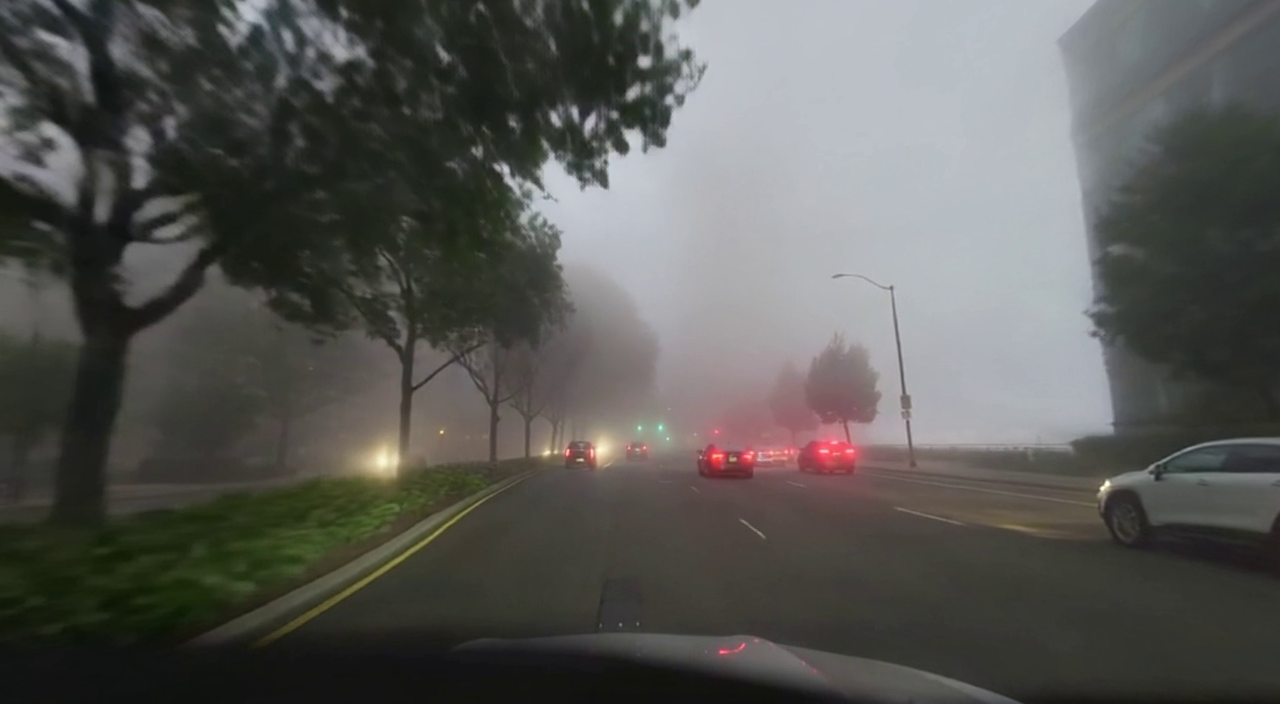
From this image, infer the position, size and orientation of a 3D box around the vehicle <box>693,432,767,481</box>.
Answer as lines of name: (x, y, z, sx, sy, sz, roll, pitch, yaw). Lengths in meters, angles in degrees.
vehicle: (3.515, 4.201, 25.641, 2.152, 1.742, 4.704, 0, -8, -2)

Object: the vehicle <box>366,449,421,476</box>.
vehicle: (-16.781, 7.502, 43.297, 1.954, 1.699, 4.542, 0, -8, 0)

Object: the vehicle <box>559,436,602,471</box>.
vehicle: (-3.242, 5.630, 35.232, 2.155, 1.797, 3.989, 0, -8, -2)

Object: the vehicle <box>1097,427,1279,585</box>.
vehicle: (6.821, 1.418, 5.861, 1.830, 1.443, 4.351, 0, -8, -1)

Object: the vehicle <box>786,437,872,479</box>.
vehicle: (7.518, 4.256, 25.628, 1.944, 1.503, 4.723, 0, -8, -1)
